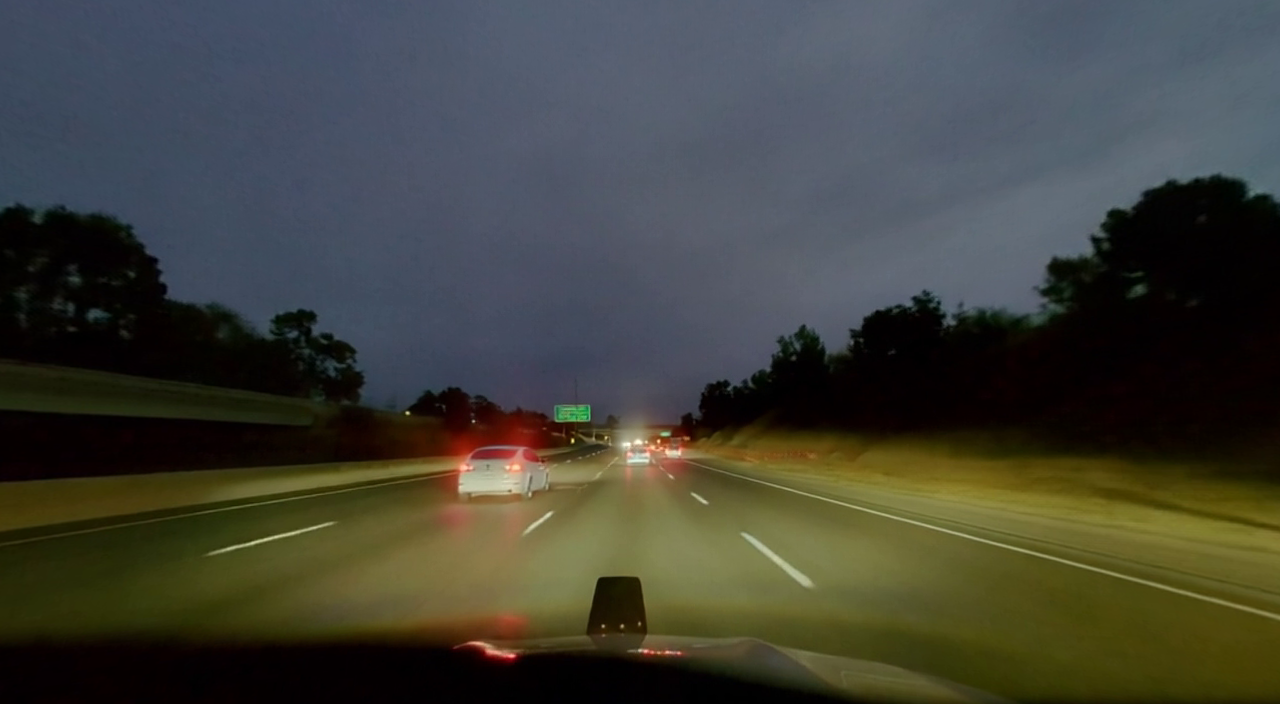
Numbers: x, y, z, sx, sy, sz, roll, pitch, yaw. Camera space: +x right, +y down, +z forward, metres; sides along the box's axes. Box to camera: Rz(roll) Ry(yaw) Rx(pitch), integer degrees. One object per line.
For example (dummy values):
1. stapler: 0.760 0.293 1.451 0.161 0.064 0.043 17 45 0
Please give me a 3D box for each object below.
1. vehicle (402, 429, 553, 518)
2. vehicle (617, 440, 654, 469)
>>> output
1. vehicle: -3.422 2.652 14.366 2.114 1.650 4.730 0 -8 1
2. vehicle: -0.328 6.862 42.275 2.328 1.805 4.502 0 -8 -2
